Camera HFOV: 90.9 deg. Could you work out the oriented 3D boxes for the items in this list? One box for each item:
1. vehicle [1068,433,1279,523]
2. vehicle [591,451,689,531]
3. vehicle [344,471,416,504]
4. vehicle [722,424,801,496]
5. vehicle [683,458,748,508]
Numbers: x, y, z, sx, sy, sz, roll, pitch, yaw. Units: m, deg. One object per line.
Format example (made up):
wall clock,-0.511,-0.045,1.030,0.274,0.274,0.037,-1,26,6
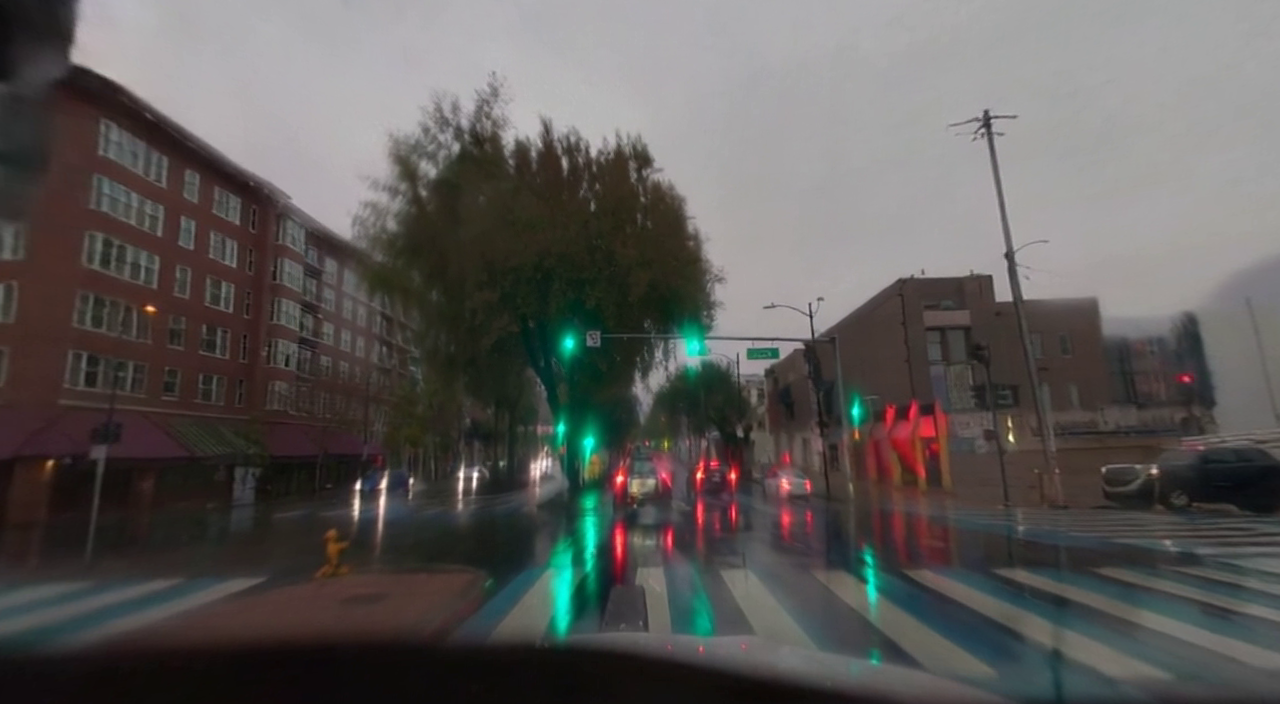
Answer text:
vehicle,13.926,3.016,15.428,5.156,2.005,2.122,-1,-9,7
vehicle,0.001,3.489,16.432,2.209,1.748,4.130,0,-9,0
vehicle,-14.285,7.466,34.980,2.043,1.526,4.617,0,-9,-1
vehicle,6.236,5.642,33.453,2.803,3.401,6.688,0,-9,0
vehicle,2.920,5.159,25.323,1.939,1.746,4.091,0,-9,-2
